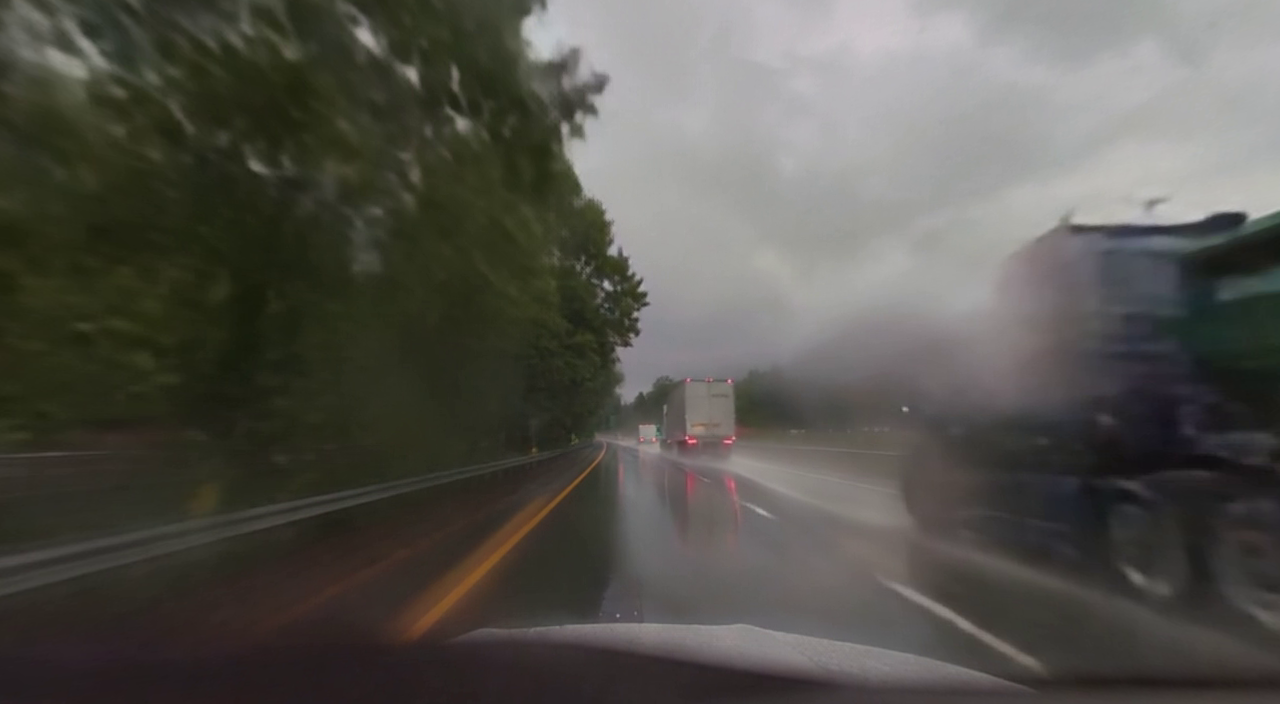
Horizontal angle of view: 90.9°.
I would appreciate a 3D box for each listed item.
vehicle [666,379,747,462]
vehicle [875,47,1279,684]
[{"bbox_3d":[3.496,4.169,36.931,2.974,4.003,12.849,1,-8,-2],"label":"vehicle"},{"bbox_3d":[4.867,0.262,4.777,2.938,3.358,8.114,0,-8,0],"label":"vehicle"}]
